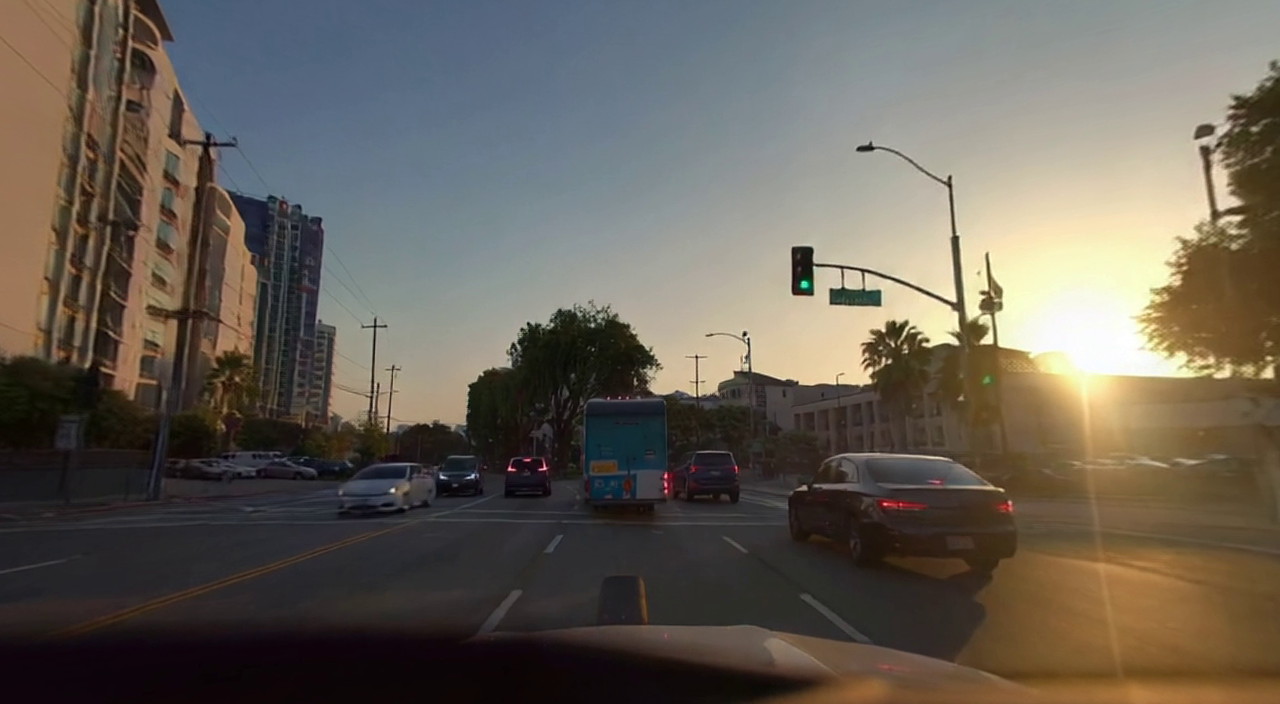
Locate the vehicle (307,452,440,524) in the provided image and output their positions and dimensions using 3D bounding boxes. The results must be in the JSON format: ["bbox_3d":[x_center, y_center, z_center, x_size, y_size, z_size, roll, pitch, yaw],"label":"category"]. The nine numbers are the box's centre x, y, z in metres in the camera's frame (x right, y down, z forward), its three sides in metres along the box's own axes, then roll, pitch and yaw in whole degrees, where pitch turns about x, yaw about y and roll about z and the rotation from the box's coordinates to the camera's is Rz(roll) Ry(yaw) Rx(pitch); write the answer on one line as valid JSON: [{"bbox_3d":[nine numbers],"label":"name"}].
[{"bbox_3d":[-6.511,3.321,15.857,1.801,1.524,3.974,0,-9,-3],"label":"vehicle"}]

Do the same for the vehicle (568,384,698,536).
[{"bbox_3d":[-0.389,2.562,15.423,2.517,2.926,6.177,1,-9,-5],"label":"vehicle"}]

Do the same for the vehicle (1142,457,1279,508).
[{"bbox_3d":[23.947,5.220,25.560,2.111,1.804,4.910,5,-10,-27],"label":"vehicle"}]

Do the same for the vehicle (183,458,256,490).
[{"bbox_3d":[-24.046,6.966,36.071,1.974,1.597,4.606,2,-9,-14],"label":"vehicle"}]

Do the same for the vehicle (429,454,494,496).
[{"bbox_3d":[-7.999,5.527,28.537,2.165,1.690,4.322,1,-9,-7],"label":"vehicle"}]

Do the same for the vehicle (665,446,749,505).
[{"bbox_3d":[2.375,4.587,23.914,2.157,1.944,5.423,1,-9,-5],"label":"vehicle"}]

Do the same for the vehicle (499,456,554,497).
[{"bbox_3d":[-4.860,5.360,27.413,2.033,1.555,4.408,1,-9,-6],"label":"vehicle"}]

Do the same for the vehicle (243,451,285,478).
[{"bbox_3d":[-29.082,8.684,48.672,1.981,1.887,4.441,3,-9,-22],"label":"vehicle"}]

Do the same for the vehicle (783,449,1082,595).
[{"bbox_3d":[3.676,2.186,9.088,1.978,1.507,4.636,0,-9,-2],"label":"vehicle"}]
